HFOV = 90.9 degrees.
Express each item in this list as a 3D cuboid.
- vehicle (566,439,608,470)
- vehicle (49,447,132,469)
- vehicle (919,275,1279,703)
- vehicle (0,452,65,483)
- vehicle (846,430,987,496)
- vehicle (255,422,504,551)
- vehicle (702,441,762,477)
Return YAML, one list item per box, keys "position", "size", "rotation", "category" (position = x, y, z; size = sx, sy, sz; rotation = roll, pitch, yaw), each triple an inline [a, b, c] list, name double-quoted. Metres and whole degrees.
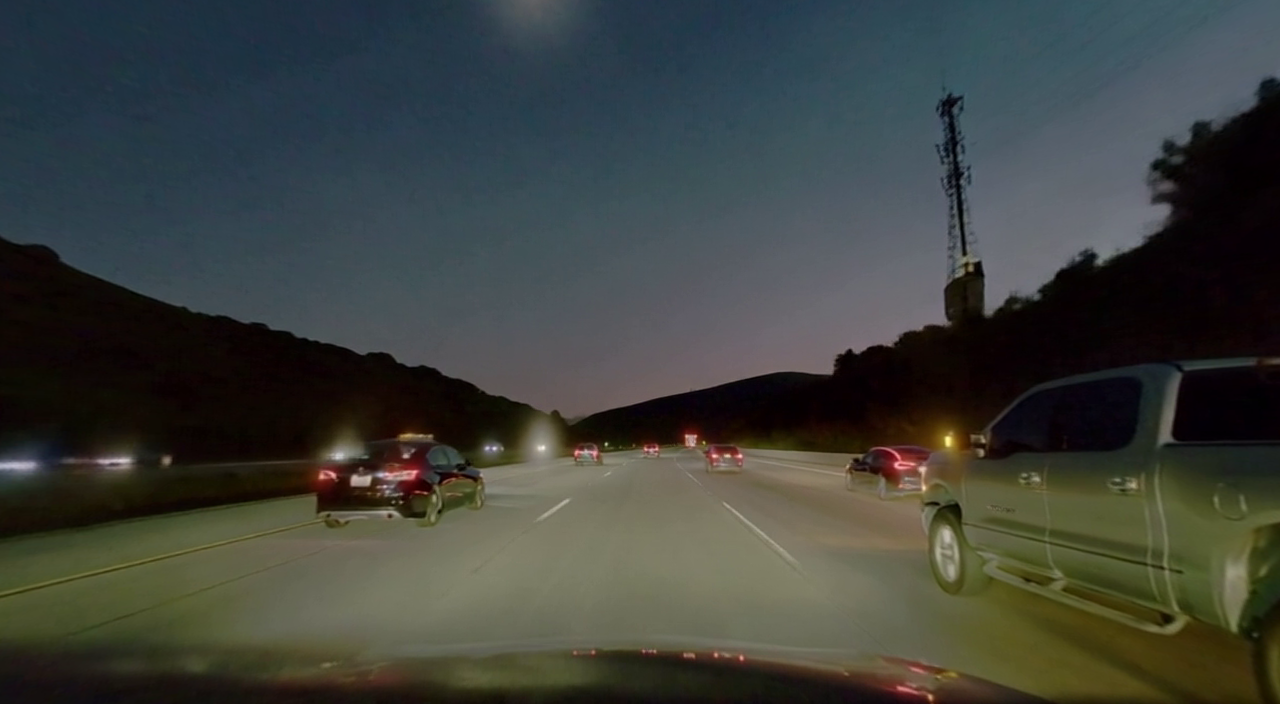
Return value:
- position: [-3.126, 6.130, 37.857]
  size: [2.021, 1.679, 4.310]
  rotation: [-1, -9, 2]
  category: "vehicle"
- position: [-41.134, 7.937, 47.347]
  size: [1.843, 1.548, 4.804]
  rotation: [0, -9, 1]
  category: "vehicle"
- position: [3.462, 0.742, 2.780]
  size: [2.098, 1.925, 5.171]
  rotation: [0, -9, 1]
  category: "vehicle"
- position: [-32.570, 5.926, 32.428]
  size: [1.717, 1.467, 4.403]
  rotation: [0, -8, 2]
  category: "vehicle"
- position: [7.594, 3.092, 17.926]
  size: [1.986, 1.633, 4.430]
  rotation: [0, -9, 0]
  category: "vehicle"
- position: [-3.845, 2.069, 10.408]
  size: [2.113, 1.636, 4.494]
  rotation: [0, -9, 1]
  category: "vehicle"
- position: [4.040, 4.777, 28.401]
  size: [2.046, 1.471, 4.333]
  rotation: [0, -9, 0]
  category: "vehicle"
